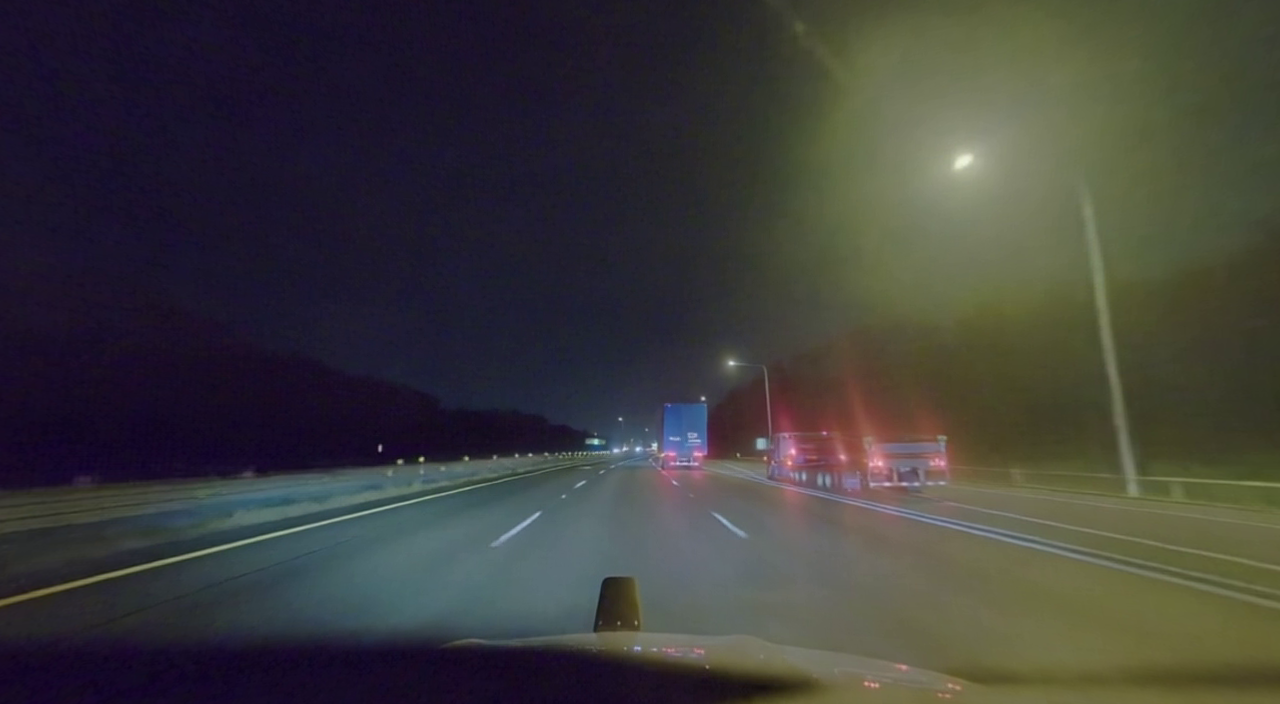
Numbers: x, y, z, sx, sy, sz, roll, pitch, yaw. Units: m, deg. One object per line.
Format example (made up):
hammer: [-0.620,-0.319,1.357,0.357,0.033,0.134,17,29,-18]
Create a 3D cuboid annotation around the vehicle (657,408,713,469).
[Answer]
vehicle: [3.190,6.843,48.946,3.244,4.020,14.561,0,-9,0]
